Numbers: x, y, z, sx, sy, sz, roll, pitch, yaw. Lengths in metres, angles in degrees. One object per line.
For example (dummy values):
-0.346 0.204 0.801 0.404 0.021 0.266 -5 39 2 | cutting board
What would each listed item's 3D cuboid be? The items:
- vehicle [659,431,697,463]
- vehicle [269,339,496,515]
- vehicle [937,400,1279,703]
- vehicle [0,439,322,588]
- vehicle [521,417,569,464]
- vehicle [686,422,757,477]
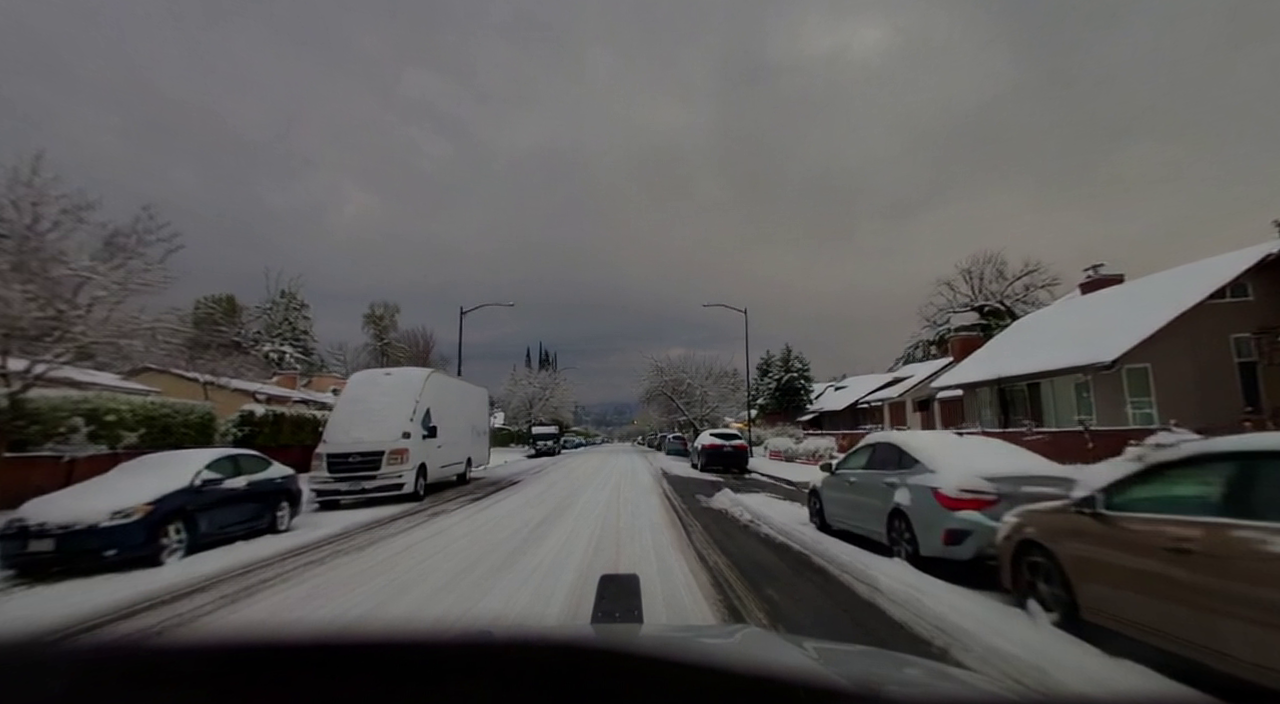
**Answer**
2.245 5.765 38.613 1.918 1.815 4.400 0 -8 -2 | vehicle
-6.248 2.059 17.146 2.896 3.648 8.004 0 -8 -1 | vehicle
3.555 1.020 3.208 1.867 1.470 4.312 0 -8 -2 | vehicle
-6.263 1.927 8.508 1.921 1.470 4.068 0 -7 -2 | vehicle
-6.045 5.683 40.517 2.408 2.782 3.837 -2 -8 0 | vehicle
2.930 3.627 23.784 1.965 1.855 4.677 0 -8 -1 | vehicle
